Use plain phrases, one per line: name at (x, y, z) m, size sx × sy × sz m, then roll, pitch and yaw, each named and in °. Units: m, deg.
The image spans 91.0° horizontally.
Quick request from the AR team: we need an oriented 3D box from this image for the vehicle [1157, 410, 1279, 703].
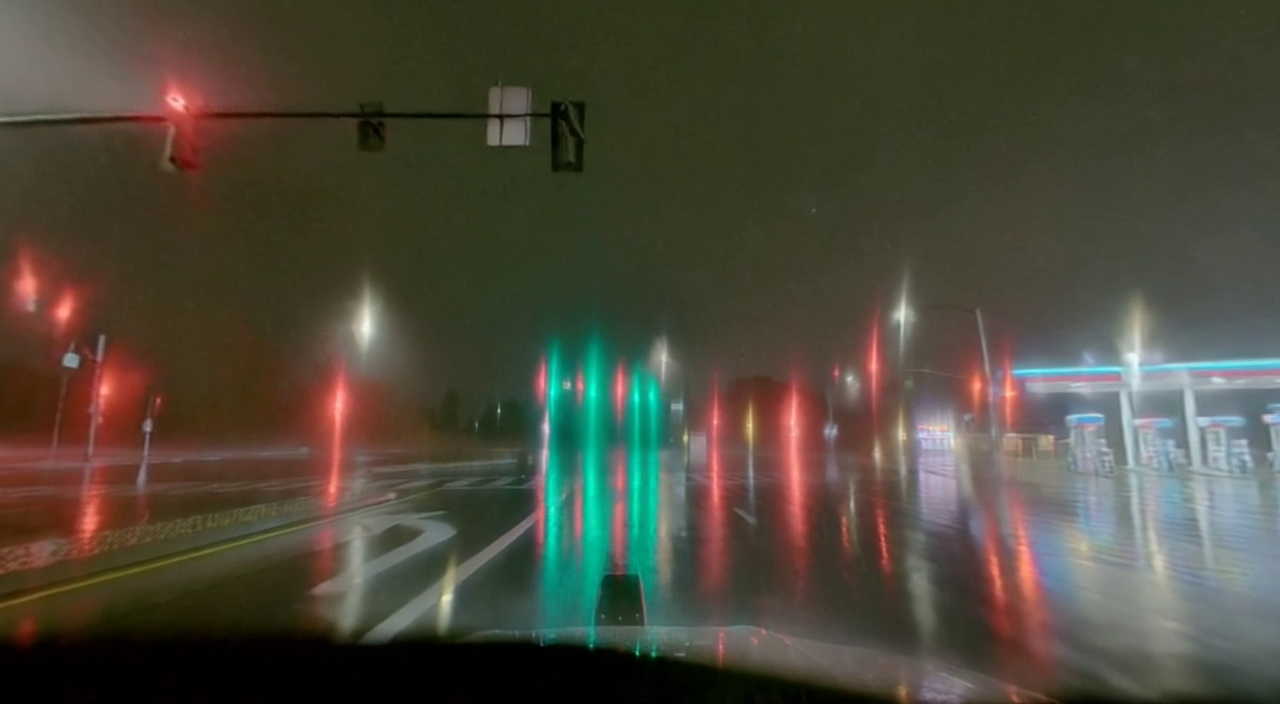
vehicle at (3.180, 0.652, 0.330) m, size 2.023 × 1.437 × 4.477 m, roll 0°, pitch -9°, yaw 0°
